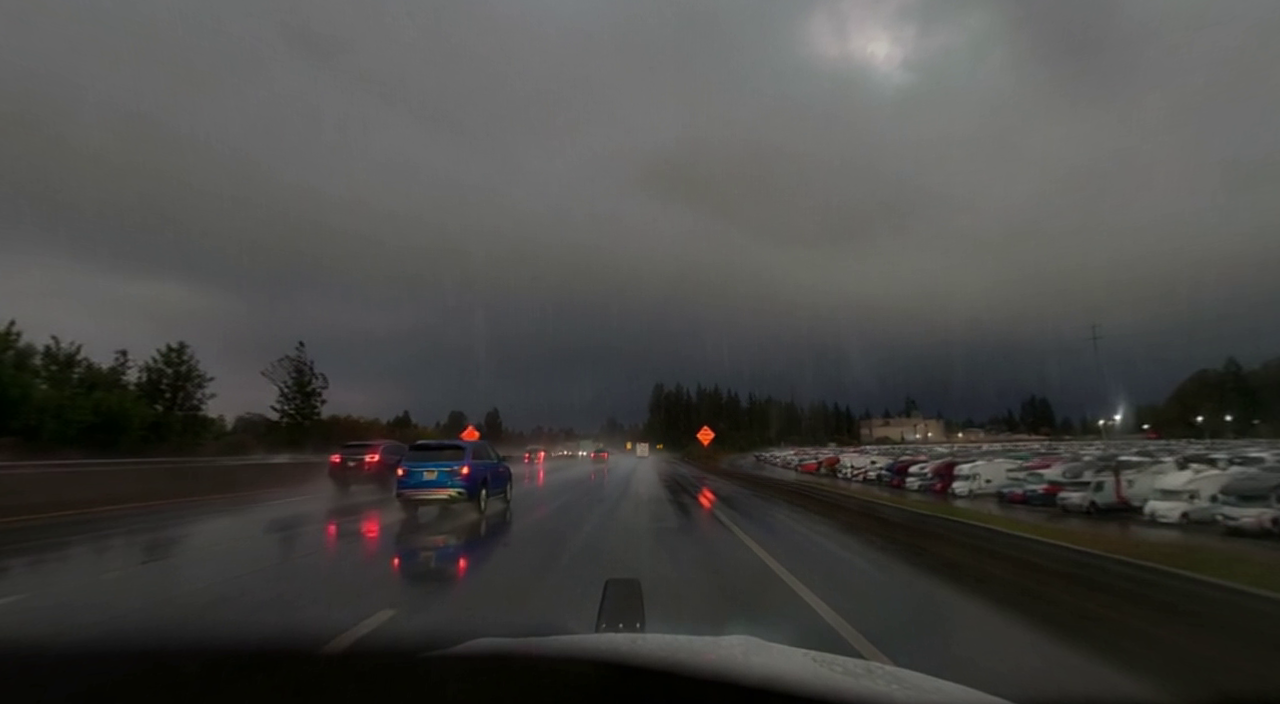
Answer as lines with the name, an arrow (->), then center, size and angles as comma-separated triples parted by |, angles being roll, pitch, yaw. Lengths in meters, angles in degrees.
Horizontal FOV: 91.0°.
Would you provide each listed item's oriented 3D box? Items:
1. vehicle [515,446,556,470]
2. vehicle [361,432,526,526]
vehicle -> -7.454, 7.615, 45.389 | 2.046, 1.644, 4.422 | 0, -9, 1
vehicle -> -3.921, 2.601, 13.484 | 2.070, 1.665, 4.213 | 0, -9, 1
